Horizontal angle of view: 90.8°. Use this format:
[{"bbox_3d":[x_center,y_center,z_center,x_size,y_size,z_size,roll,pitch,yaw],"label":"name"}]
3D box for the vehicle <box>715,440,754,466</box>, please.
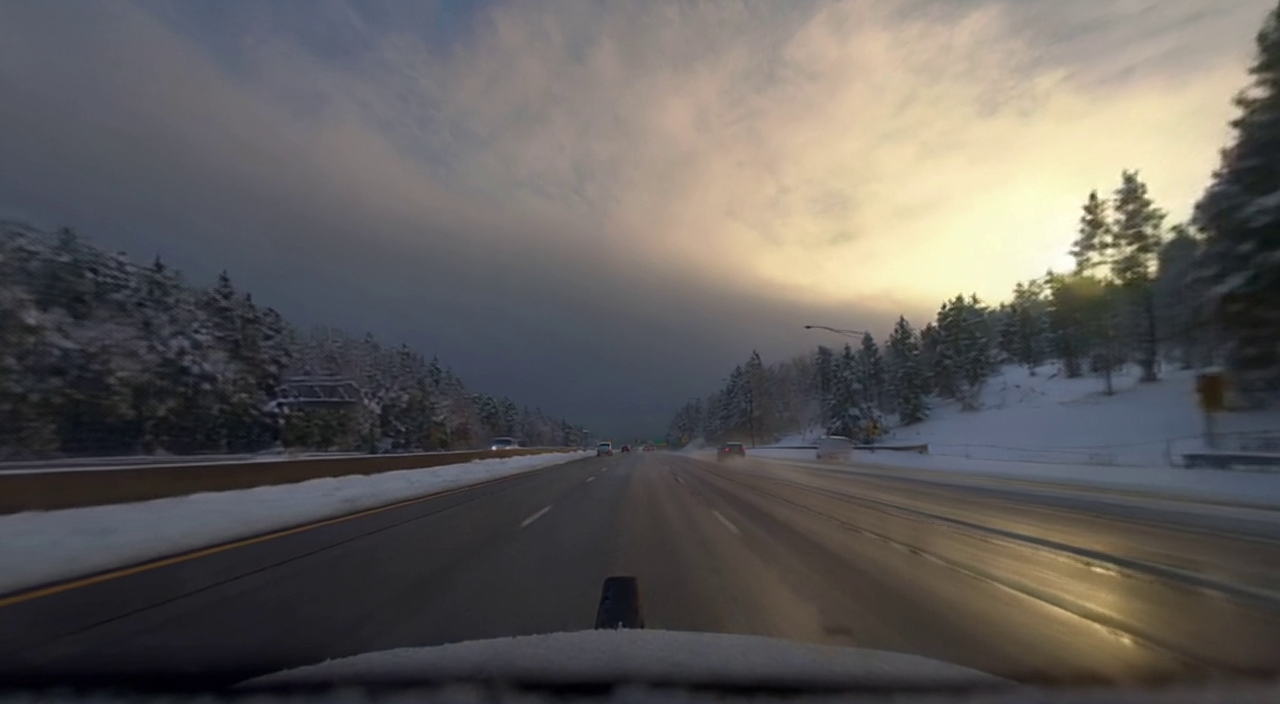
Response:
[{"bbox_3d":[6.558,7.079,44.254,2.081,1.705,3.926,0,-9,-1],"label":"vehicle"}]
